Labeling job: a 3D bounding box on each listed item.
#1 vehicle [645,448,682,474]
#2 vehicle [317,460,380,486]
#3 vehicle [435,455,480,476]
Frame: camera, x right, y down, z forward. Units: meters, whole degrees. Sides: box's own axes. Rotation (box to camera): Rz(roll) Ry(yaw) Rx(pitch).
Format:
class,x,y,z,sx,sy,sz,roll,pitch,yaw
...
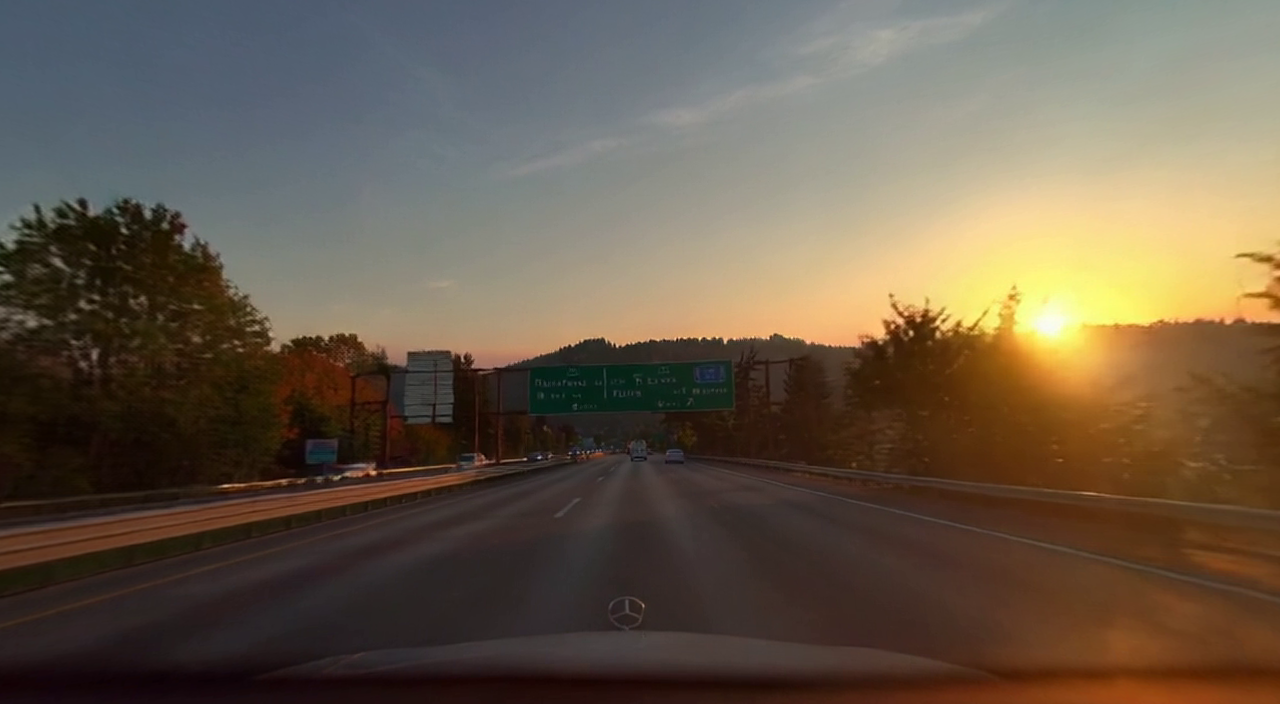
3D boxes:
class,x,y,z,sx,sy,sz,roll,pitch,yaw
vehicle,1.333,6.401,37.087,2.036,1.457,3.471,0,-9,-1
vehicle,-18.519,7.672,40.309,1.965,1.483,4.594,0,-9,-2
vehicle,-13.625,8.494,47.285,2.100,1.447,4.656,0,-9,-2
